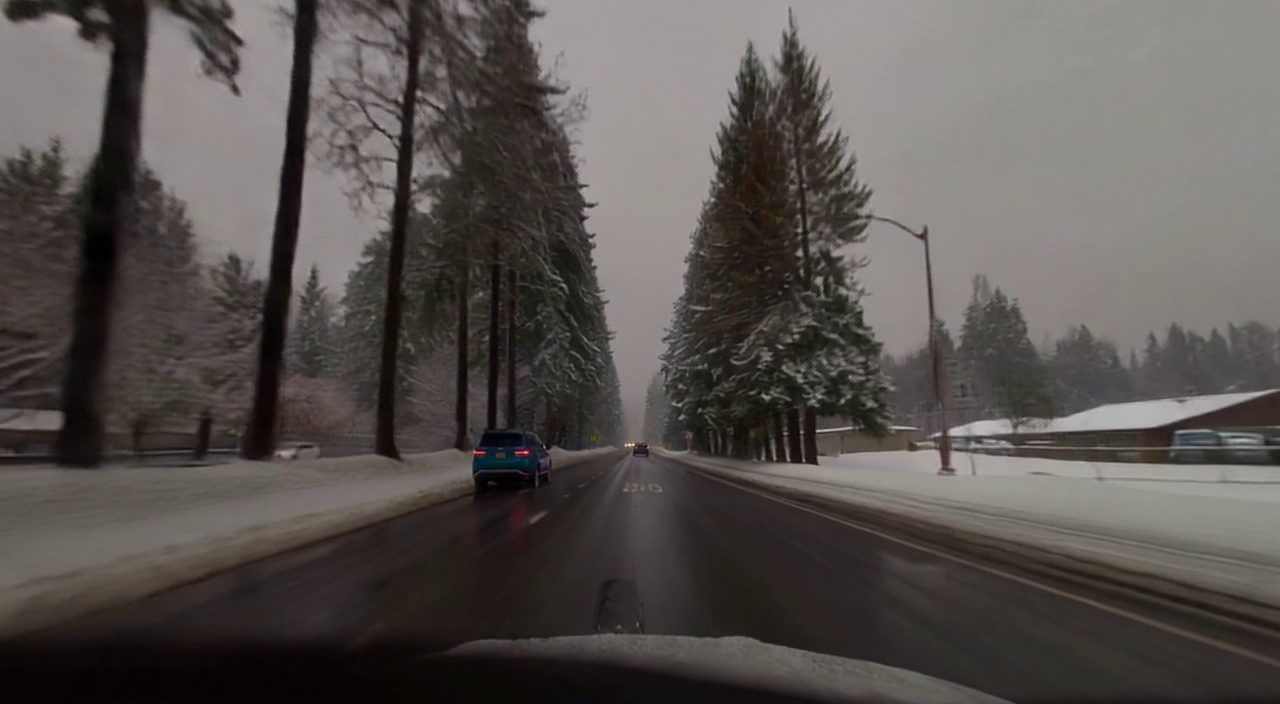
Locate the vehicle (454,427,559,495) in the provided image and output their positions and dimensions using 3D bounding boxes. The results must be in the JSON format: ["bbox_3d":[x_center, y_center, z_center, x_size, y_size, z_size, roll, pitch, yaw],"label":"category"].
[{"bbox_3d":[-3.722,3.126,18.483,2.078,1.748,4.279,0,-8,0],"label":"vehicle"}]

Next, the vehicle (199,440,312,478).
[{"bbox_3d":[-25.906,7.201,43.171,2.691,2.305,8.031,0,-8,0],"label":"vehicle"}]
